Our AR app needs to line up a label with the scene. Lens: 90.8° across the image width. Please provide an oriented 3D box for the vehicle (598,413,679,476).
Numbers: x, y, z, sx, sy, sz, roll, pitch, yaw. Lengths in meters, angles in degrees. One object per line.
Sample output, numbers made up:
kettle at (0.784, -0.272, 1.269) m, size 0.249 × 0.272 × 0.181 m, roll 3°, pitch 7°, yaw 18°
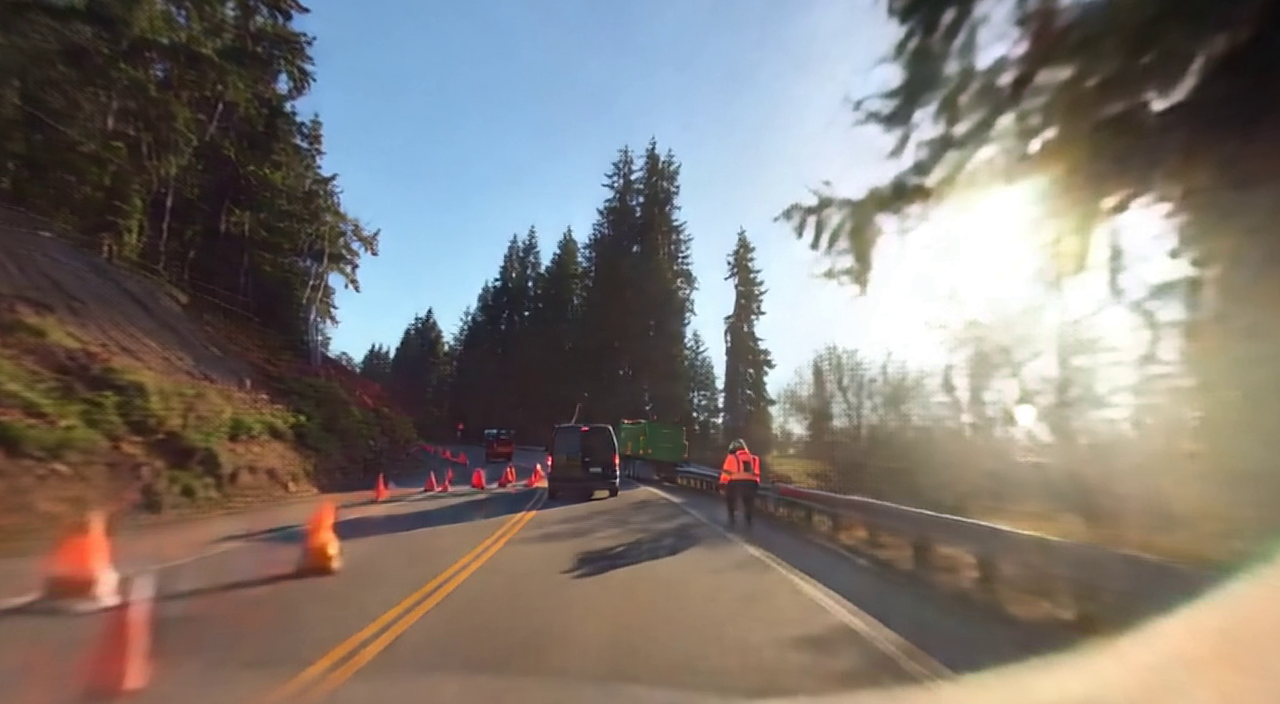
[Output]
vehicle at (-0.342, 5.449, 37.694) m, size 3.126 × 3.310 × 8.534 m, roll 1°, pitch -8°, yaw -12°

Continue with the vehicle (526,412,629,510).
vehicle at (-1.660, 2.881, 17.089) m, size 2.362 × 2.223 × 4.892 m, roll 1°, pitch -9°, yaw -5°
